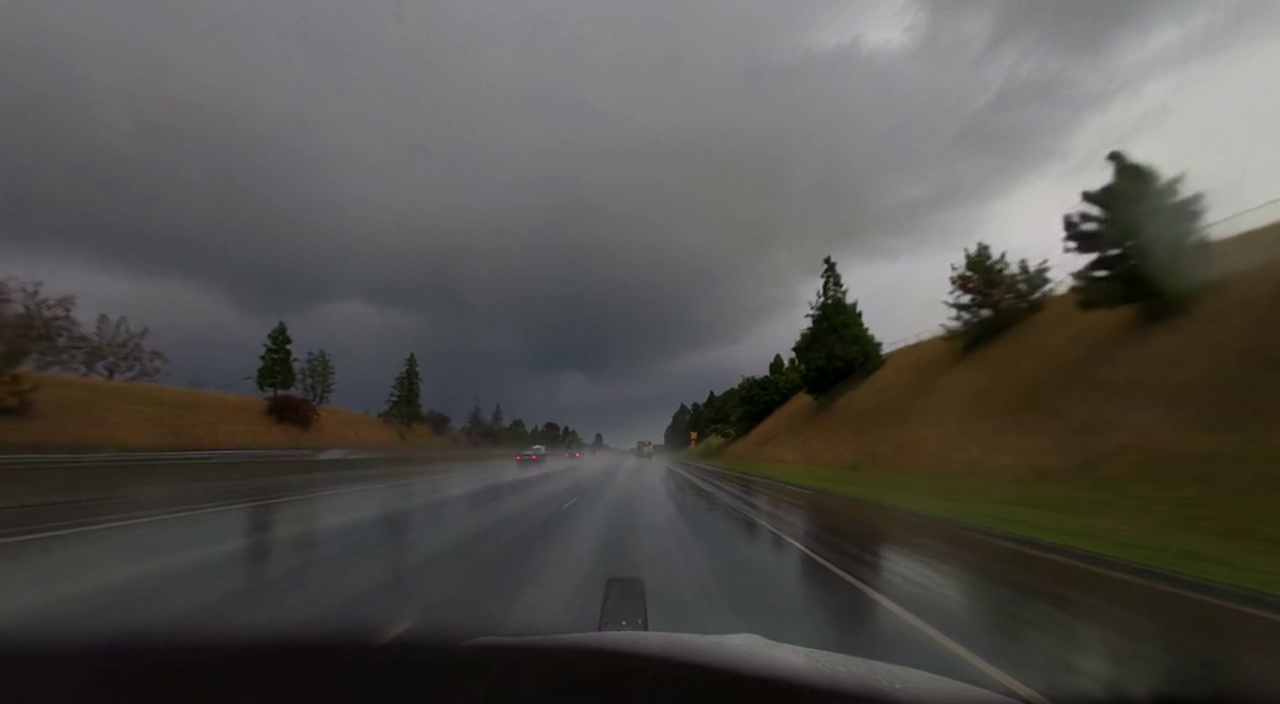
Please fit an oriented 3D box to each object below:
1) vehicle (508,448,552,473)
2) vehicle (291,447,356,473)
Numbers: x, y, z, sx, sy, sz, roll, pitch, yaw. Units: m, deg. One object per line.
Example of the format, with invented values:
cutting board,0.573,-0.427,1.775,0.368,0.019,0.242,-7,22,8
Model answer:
vehicle,-7.075,7.018,40.907,2.015,1.483,4.626,0,-9,0
vehicle,-18.577,6.348,37.187,1.762,1.447,4.009,0,-9,0
